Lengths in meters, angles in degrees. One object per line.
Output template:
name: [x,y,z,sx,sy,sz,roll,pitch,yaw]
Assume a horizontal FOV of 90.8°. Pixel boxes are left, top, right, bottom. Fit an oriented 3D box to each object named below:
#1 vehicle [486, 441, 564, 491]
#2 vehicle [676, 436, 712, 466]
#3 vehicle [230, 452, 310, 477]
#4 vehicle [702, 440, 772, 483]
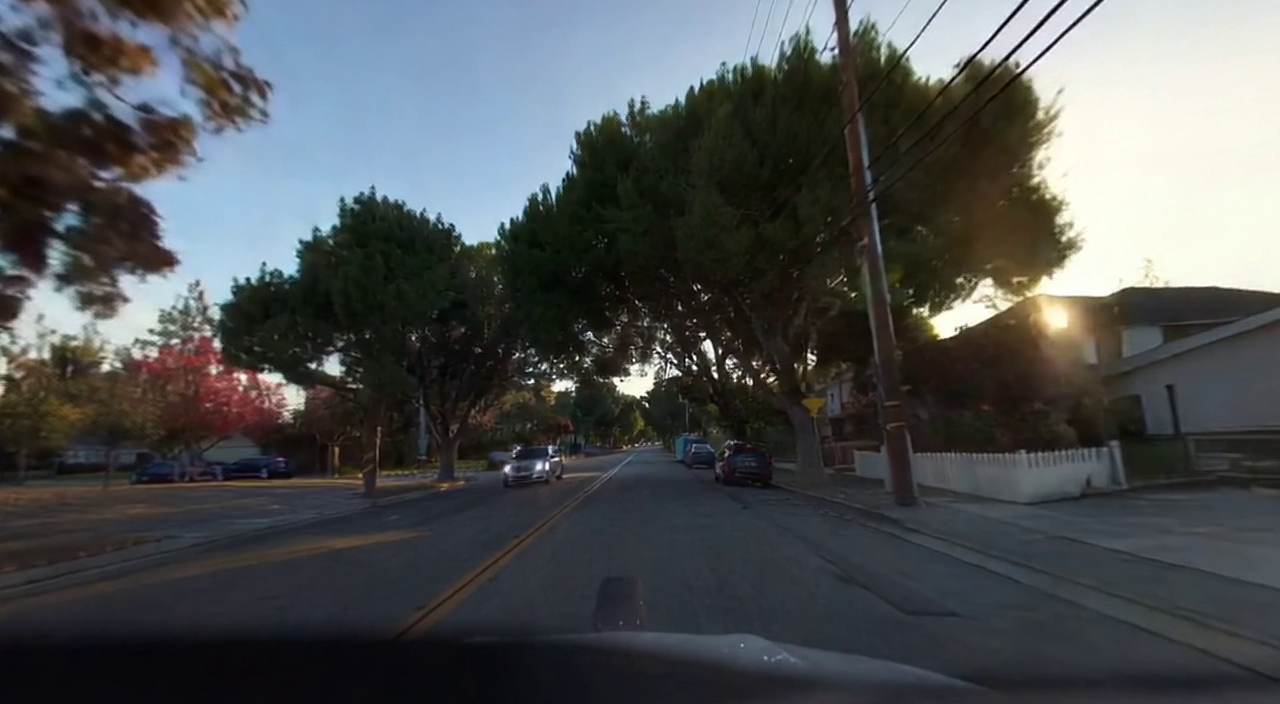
vehicle: [-3.740,3.767,21.200,1.839,1.520,3.656,-1,-8,2]
vehicle: [3.762,6.990,44.740,2.004,1.923,4.681,0,-8,-2]
vehicle: [-26.538,8.061,45.391,4.542,1.692,1.892,0,-8,2]
vehicle: [3.632,4.180,24.471,1.915,1.491,4.642,0,-8,0]
